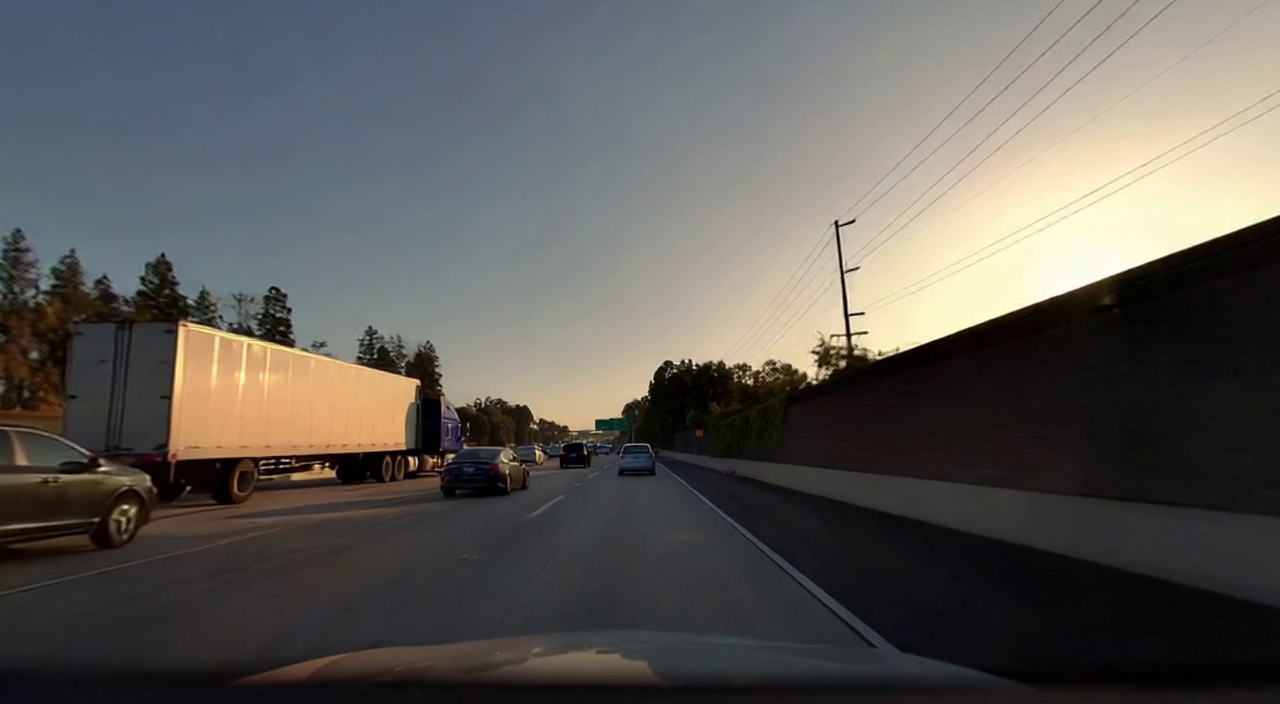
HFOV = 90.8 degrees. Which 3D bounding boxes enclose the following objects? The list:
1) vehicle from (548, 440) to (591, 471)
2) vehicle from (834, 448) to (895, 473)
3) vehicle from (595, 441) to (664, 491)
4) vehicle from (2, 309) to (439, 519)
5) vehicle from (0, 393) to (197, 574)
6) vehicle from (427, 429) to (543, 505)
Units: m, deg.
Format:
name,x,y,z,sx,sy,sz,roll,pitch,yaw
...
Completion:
name,x,y,z,sx,sy,sz,roll,pitch,yaw
vehicle,-4.060,6.089,37.276,1.976,1.705,4.176,0,-8,1
vehicle,14.103,6.808,39.945,2.027,1.478,4.849,0,-9,-1
vehicle,-0.346,3.691,20.862,2.089,1.477,3.818,0,-9,-1
vehicle,-10.658,2.376,20.467,2.892,4.073,16.528,0,-8,0
vehicle,-7.584,1.382,6.682,2.054,1.825,5.072,0,-9,0
vehicle,-3.882,2.943,16.632,1.923,1.716,4.289,0,-9,0
